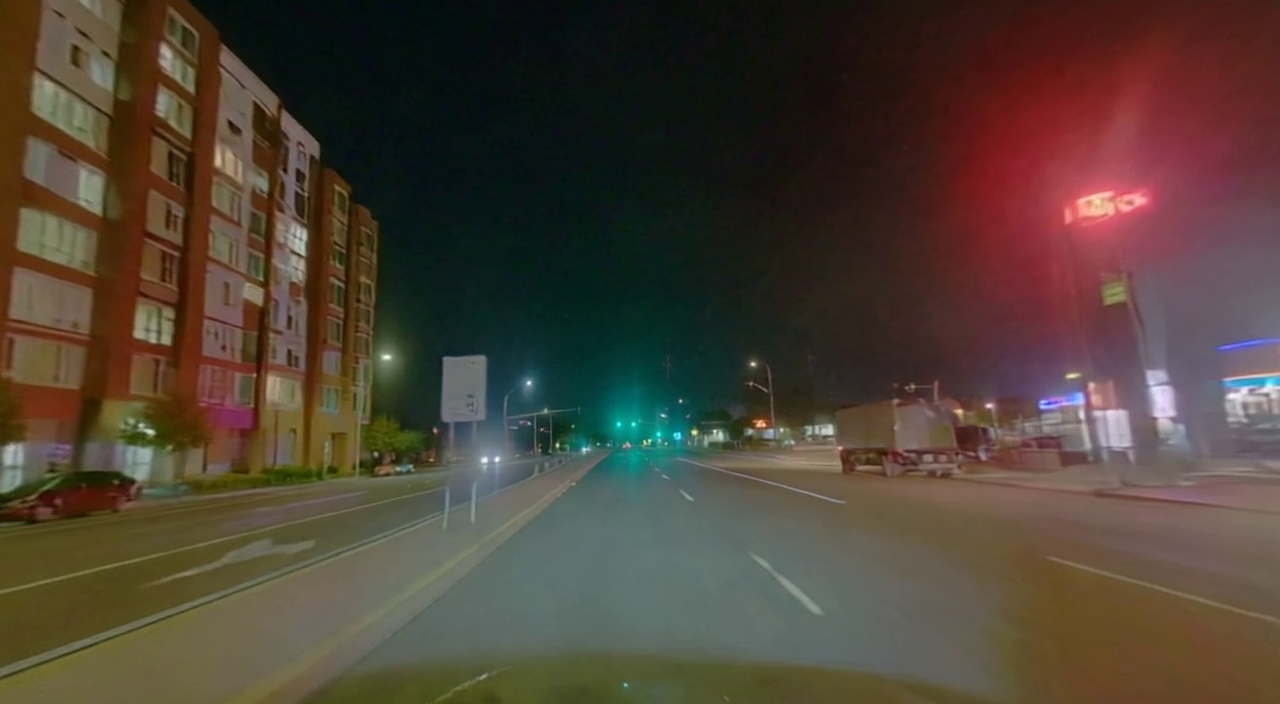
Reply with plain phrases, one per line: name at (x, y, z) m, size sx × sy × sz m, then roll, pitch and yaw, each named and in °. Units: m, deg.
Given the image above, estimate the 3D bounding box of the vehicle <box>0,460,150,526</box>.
vehicle at (-19.364, 4.646, 21.235) m, size 2.042 × 1.773 × 4.914 m, roll -4°, pitch -8°, yaw -2°

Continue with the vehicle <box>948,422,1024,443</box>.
vehicle at (25.498, 5.999, 46.740) m, size 1.868 × 1.458 × 4.609 m, roll 5°, pitch -10°, yaw -27°

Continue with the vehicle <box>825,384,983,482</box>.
vehicle at (9.764, 3.151, 24.465) m, size 2.917 × 3.205 × 6.985 m, roll 0°, pitch -8°, yaw -1°
